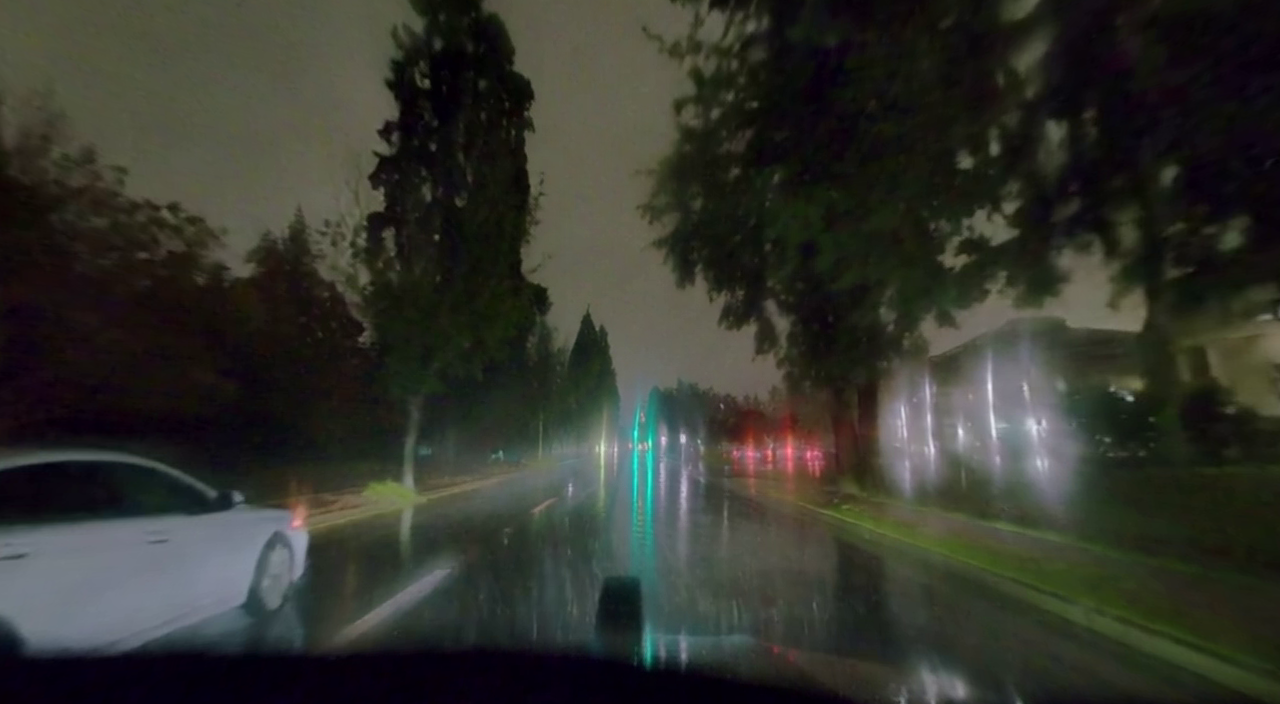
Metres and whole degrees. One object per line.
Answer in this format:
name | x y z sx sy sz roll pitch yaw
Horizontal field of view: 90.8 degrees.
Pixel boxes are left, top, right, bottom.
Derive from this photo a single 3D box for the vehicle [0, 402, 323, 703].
vehicle | -3.640 1.082 3.199 2.030 1.550 3.925 0 -8 0
